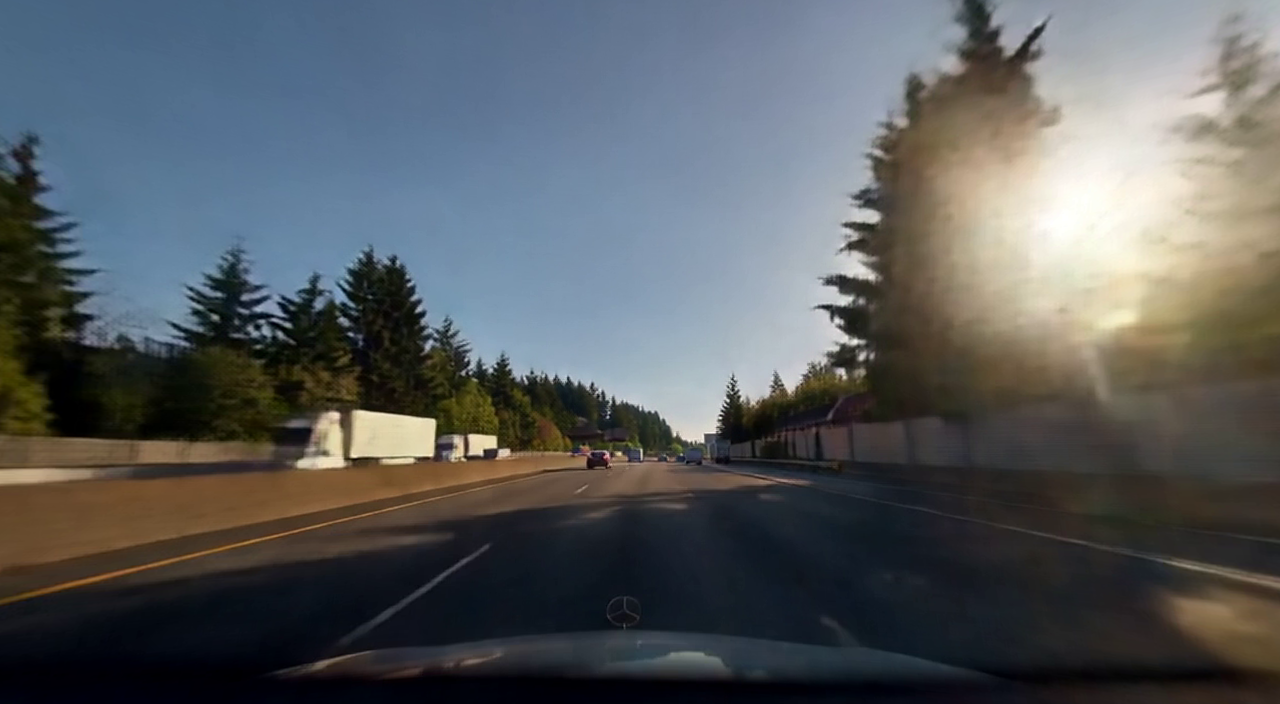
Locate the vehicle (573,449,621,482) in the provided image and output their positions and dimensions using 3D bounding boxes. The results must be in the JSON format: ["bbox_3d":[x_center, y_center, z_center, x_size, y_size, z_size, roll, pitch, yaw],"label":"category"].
[{"bbox_3d":[-2.096,5.704,31.842,2.035,1.513,4.272,0,-9,1],"label":"vehicle"}]

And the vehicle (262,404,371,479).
[{"bbox_3d":[-18.357,5.181,36.249,2.990,3.877,5.797,0,-9,1],"label":"vehicle"}]
